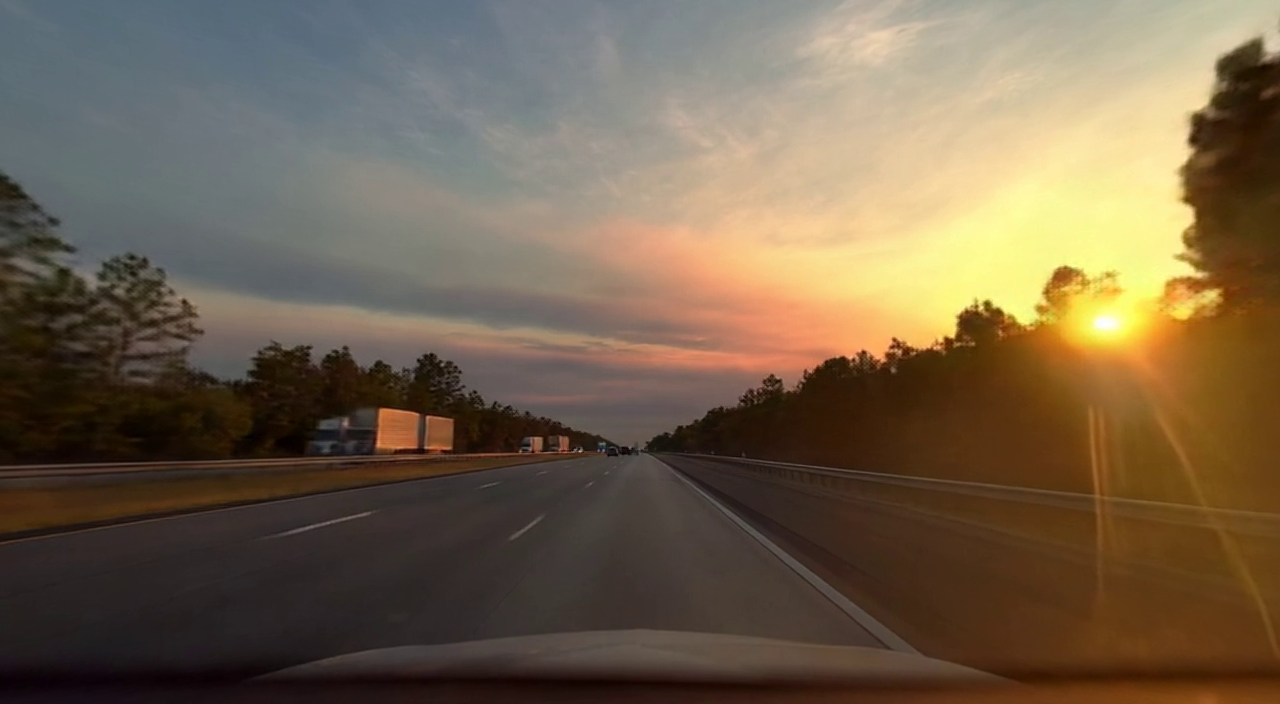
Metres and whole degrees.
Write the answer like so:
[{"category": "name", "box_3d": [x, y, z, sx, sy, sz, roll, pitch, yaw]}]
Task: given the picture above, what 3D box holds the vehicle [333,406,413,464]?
[{"category": "vehicle", "box_3d": [-18.863, 5.962, 44.998, 3.001, 3.871, 5.872, 0, -9, 0]}]
